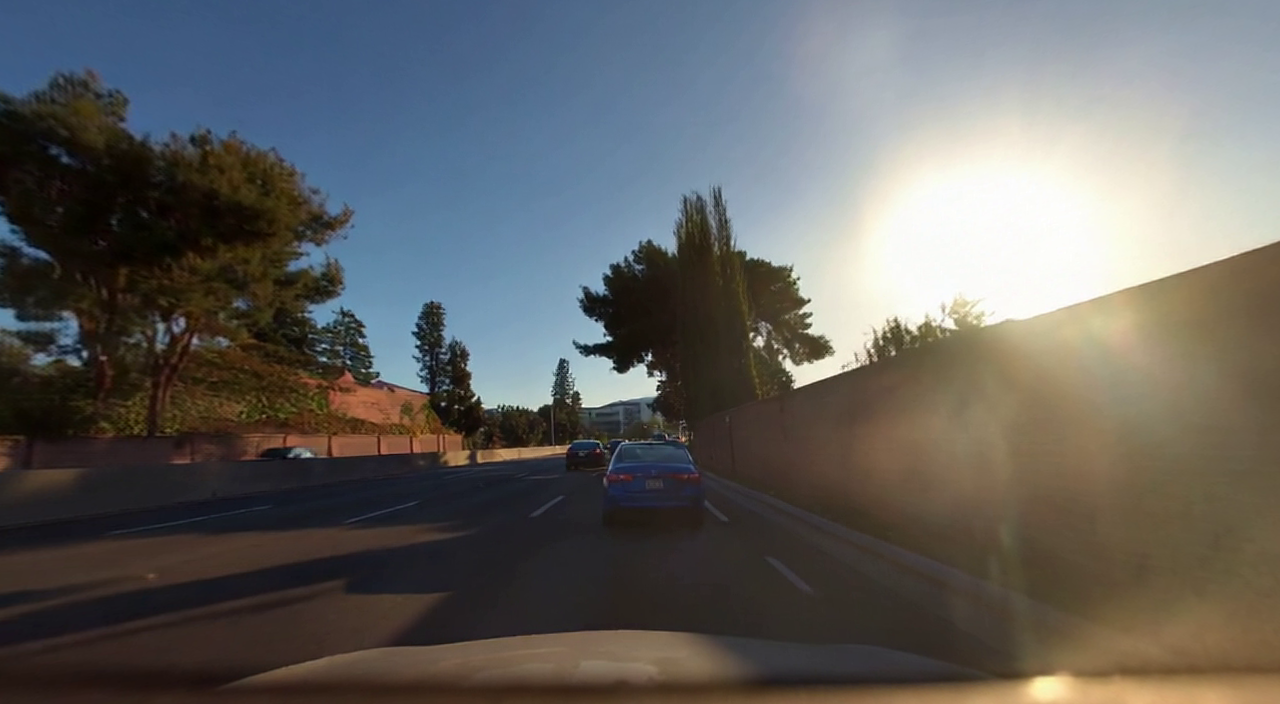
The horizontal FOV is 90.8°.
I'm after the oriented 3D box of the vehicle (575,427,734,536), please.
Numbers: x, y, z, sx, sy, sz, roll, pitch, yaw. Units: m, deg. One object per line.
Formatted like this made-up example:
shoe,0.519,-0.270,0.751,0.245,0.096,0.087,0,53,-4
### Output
vehicle,0.176,2.126,11.005,2.205,1.509,4.272,0,-8,-1
